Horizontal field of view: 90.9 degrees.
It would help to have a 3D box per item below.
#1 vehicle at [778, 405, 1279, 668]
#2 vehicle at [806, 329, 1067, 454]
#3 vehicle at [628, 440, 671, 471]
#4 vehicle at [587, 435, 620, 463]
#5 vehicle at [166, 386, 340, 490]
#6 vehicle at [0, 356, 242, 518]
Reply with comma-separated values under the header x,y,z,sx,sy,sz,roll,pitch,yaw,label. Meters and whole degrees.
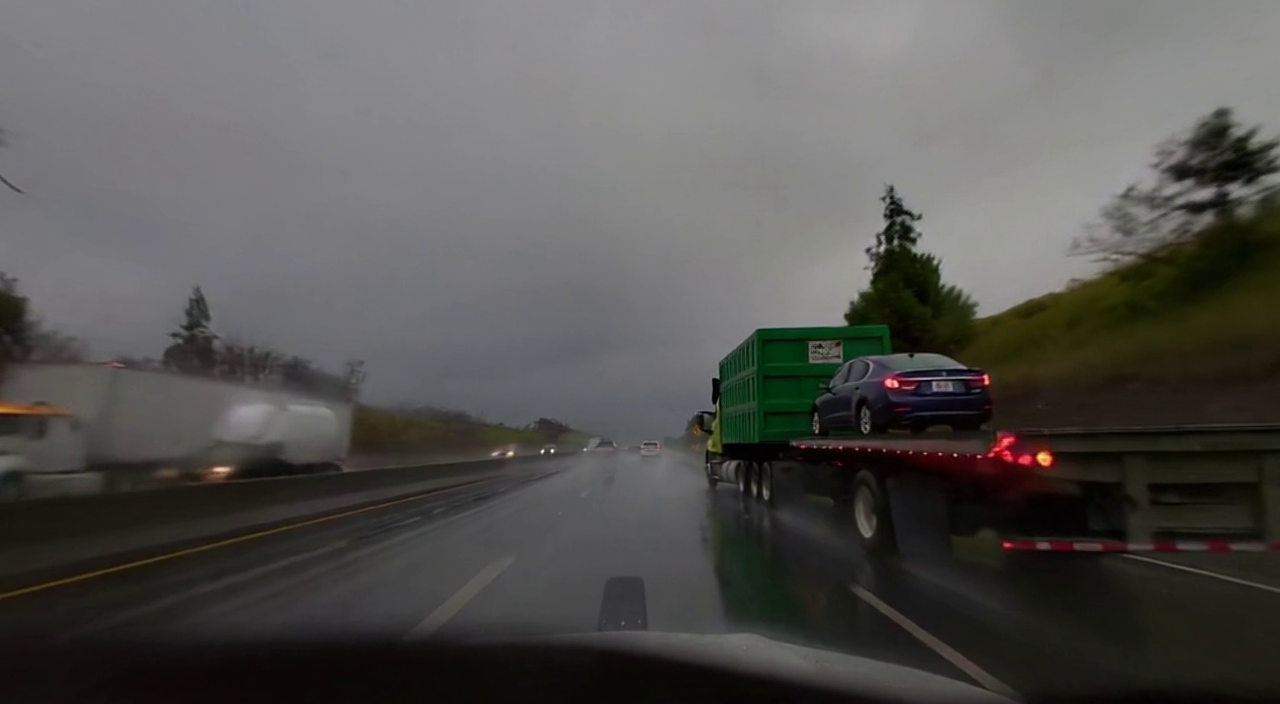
x,y,z,sx,sy,sz,roll,pitch,yaw,label
4.302,1.853,8.632,2.654,1.574,9.537,0,-9,0,vehicle
4.217,0.803,9.923,1.968,1.547,4.215,0,-9,-1,vehicle
0.459,5.302,32.366,2.086,1.497,3.681,0,-9,0,vehicle
-2.807,7.630,49.525,2.142,2.044,4.446,-1,-9,2,vehicle
-14.127,3.266,23.670,2.638,3.391,5.802,0,-9,1,vehicle
-14.147,2.269,16.477,2.877,3.333,6.800,0,-9,0,vehicle
